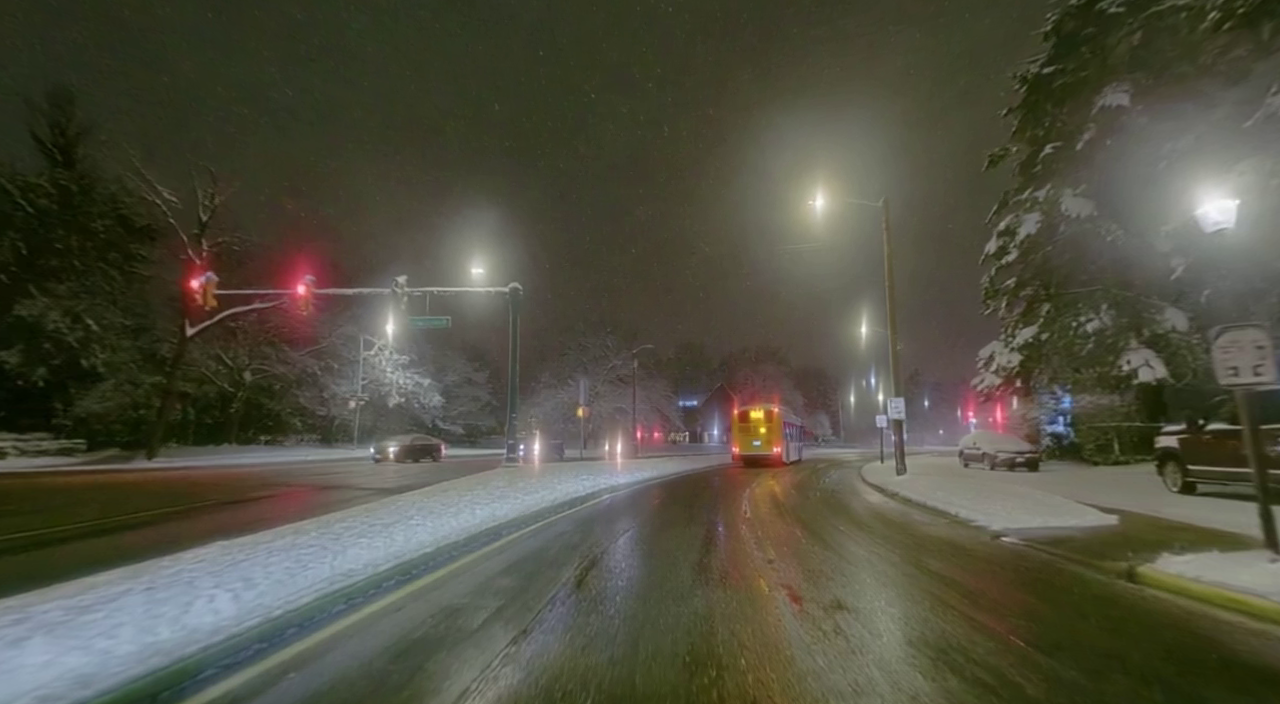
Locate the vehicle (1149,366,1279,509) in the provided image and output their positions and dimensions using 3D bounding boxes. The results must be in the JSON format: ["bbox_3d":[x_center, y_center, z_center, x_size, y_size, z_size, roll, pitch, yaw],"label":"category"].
[{"bbox_3d":[14.086,1.715,12.577,2.607,2.822,7.145,-1,-9,8],"label":"vehicle"}]

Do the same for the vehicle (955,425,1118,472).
[{"bbox_3d":[17.739,4.381,28.605,5.856,1.945,2.183,-3,-9,21],"label":"vehicle"}]

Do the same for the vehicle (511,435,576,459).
[{"bbox_3d":[-6.693,6.678,44.315,2.054,1.607,4.615,-5,-10,29],"label":"vehicle"}]

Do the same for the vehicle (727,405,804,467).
[{"bbox_3d":[8.354,5.490,40.706,3.031,3.429,11.005,-3,-9,20],"label":"vehicle"}]

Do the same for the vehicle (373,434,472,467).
[{"bbox_3d":[-10.751,4.923,31.511,1.854,1.484,4.526,-5,-10,29],"label":"vehicle"}]
